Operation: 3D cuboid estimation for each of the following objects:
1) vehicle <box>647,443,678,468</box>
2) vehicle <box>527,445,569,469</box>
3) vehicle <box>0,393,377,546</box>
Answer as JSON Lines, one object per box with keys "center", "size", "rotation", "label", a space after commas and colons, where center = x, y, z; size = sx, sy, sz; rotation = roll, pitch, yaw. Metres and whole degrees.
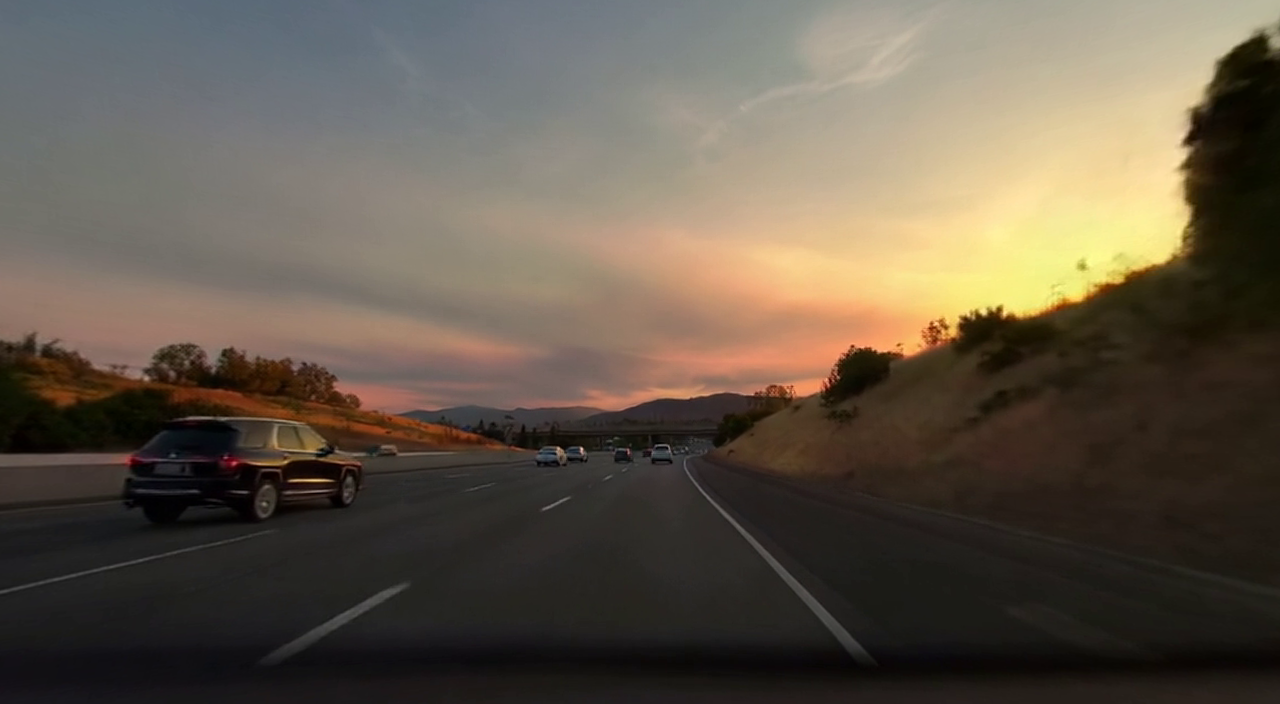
{"center": [1.683, 7.442, 45.574], "size": [2.141, 1.706, 4.065], "rotation": [-1, -9, 3], "label": "vehicle"}
{"center": [-6.169, 7.087, 42.808], "size": [1.986, 1.534, 4.255], "rotation": [-1, -9, 4], "label": "vehicle"}
{"center": [-7.079, 1.935, 10.987], "size": [2.438, 1.967, 5.596], "rotation": [0, -9, 1], "label": "vehicle"}
